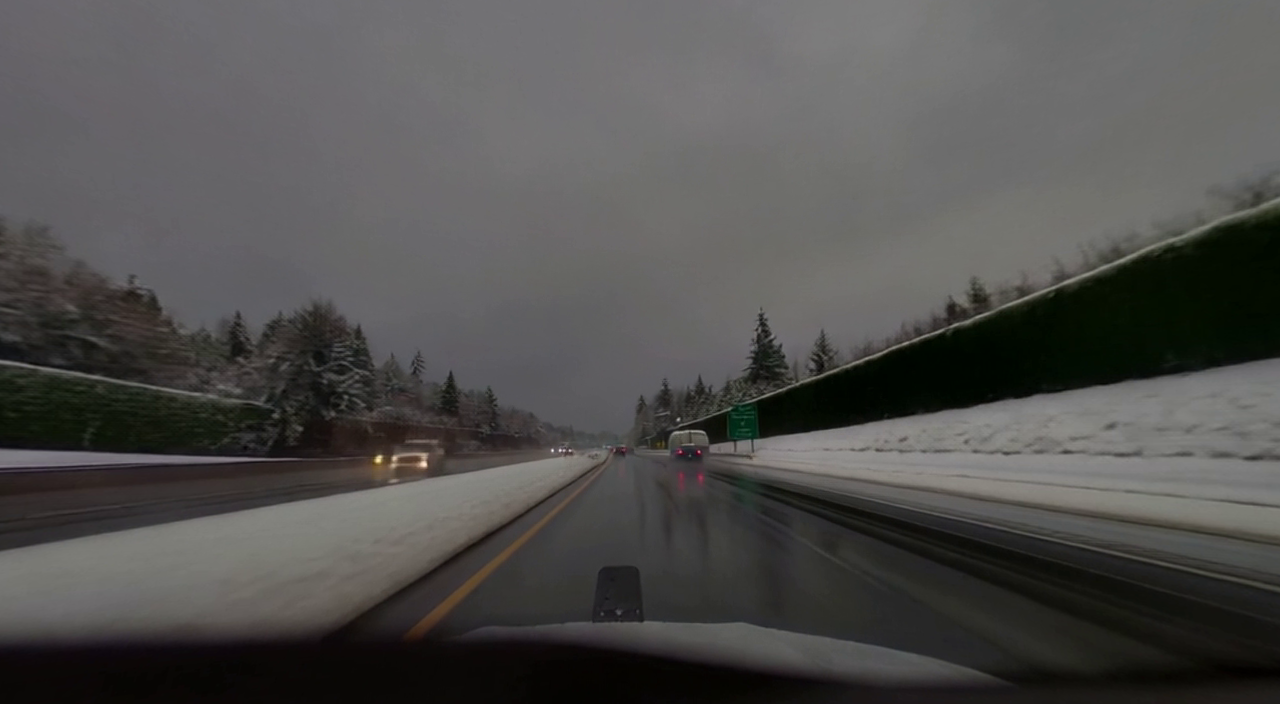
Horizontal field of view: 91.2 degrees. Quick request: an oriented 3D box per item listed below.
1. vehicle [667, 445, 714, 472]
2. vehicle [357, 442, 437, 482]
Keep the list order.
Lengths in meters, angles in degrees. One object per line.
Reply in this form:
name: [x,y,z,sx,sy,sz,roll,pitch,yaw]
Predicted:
vehicle: [2.873,6.248,36.984,2.244,1.498,4.338,0,-9,-2]
vehicle: [-9.752,4.415,25.455,1.786,1.466,3.718,0,-9,-1]
